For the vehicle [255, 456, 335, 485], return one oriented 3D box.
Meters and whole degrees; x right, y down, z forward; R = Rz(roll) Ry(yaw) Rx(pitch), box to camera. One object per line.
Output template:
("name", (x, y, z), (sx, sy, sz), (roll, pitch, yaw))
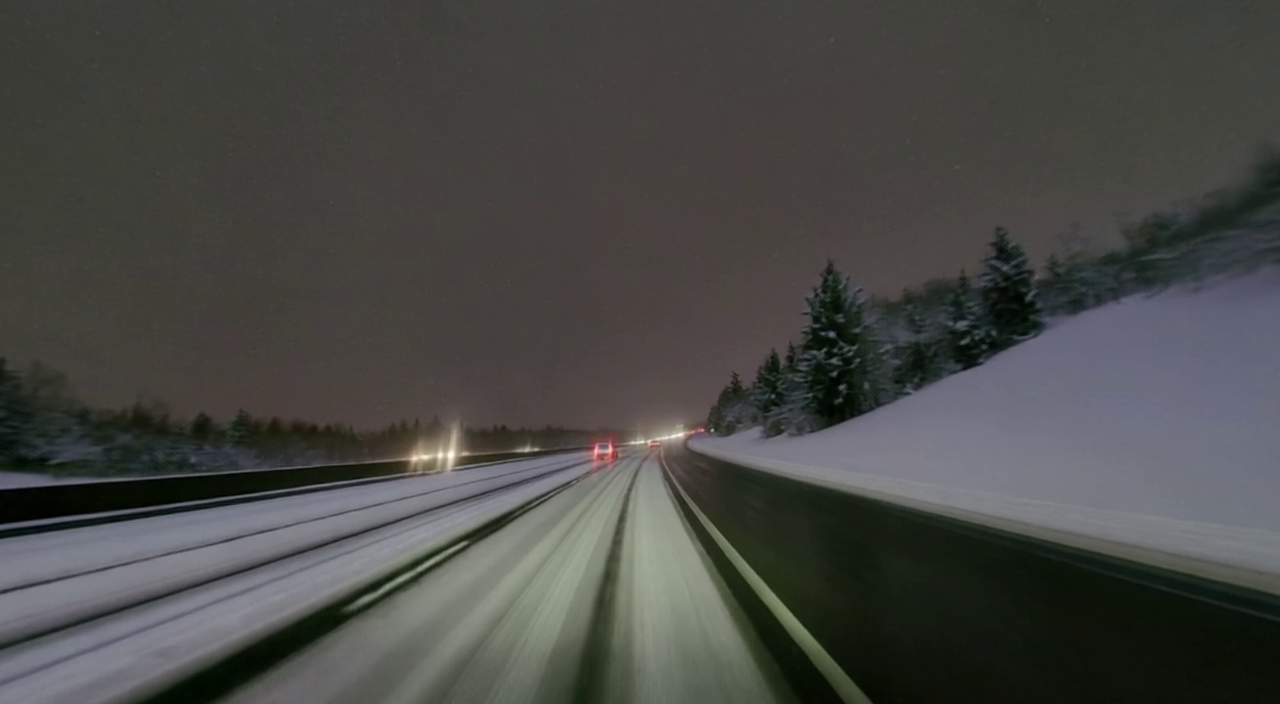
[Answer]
("vehicle", (-19.950, 6.844, 36.494), (1.961, 1.536, 4.595), (-1, -9, 1))
